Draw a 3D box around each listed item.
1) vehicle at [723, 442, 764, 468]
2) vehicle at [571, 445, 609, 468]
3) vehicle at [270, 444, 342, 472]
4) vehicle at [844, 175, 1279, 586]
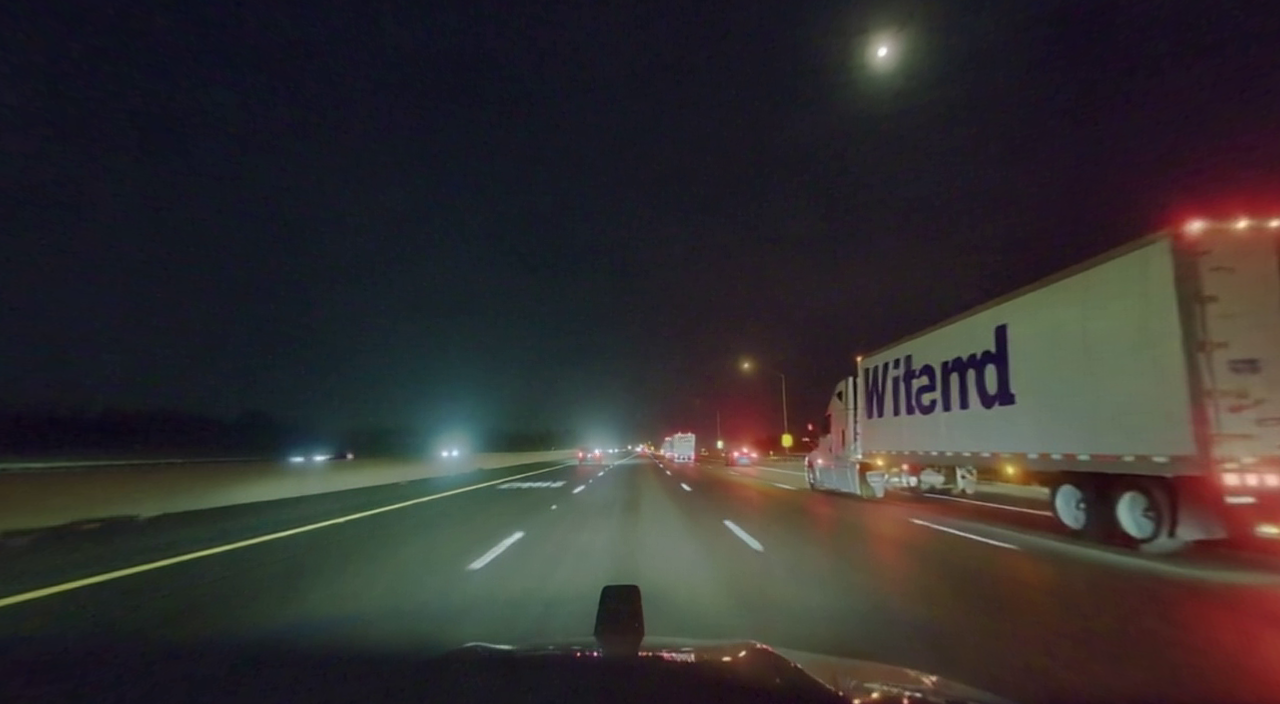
[{"bbox_3d":[7.148,7.173,43.965,2.188,1.727,4.381,0,-9,1],"label":"vehicle"},{"bbox_3d":[-3.399,7.273,44.019,2.164,1.507,4.748,0,-9,1],"label":"vehicle"},{"bbox_3d":[-21.452,6.790,40.617,1.901,1.694,4.592,0,-9,3],"label":"vehicle"},{"bbox_3d":[8.005,1.198,12.350,2.912,4.143,15.538,0,-9,0],"label":"vehicle"}]
